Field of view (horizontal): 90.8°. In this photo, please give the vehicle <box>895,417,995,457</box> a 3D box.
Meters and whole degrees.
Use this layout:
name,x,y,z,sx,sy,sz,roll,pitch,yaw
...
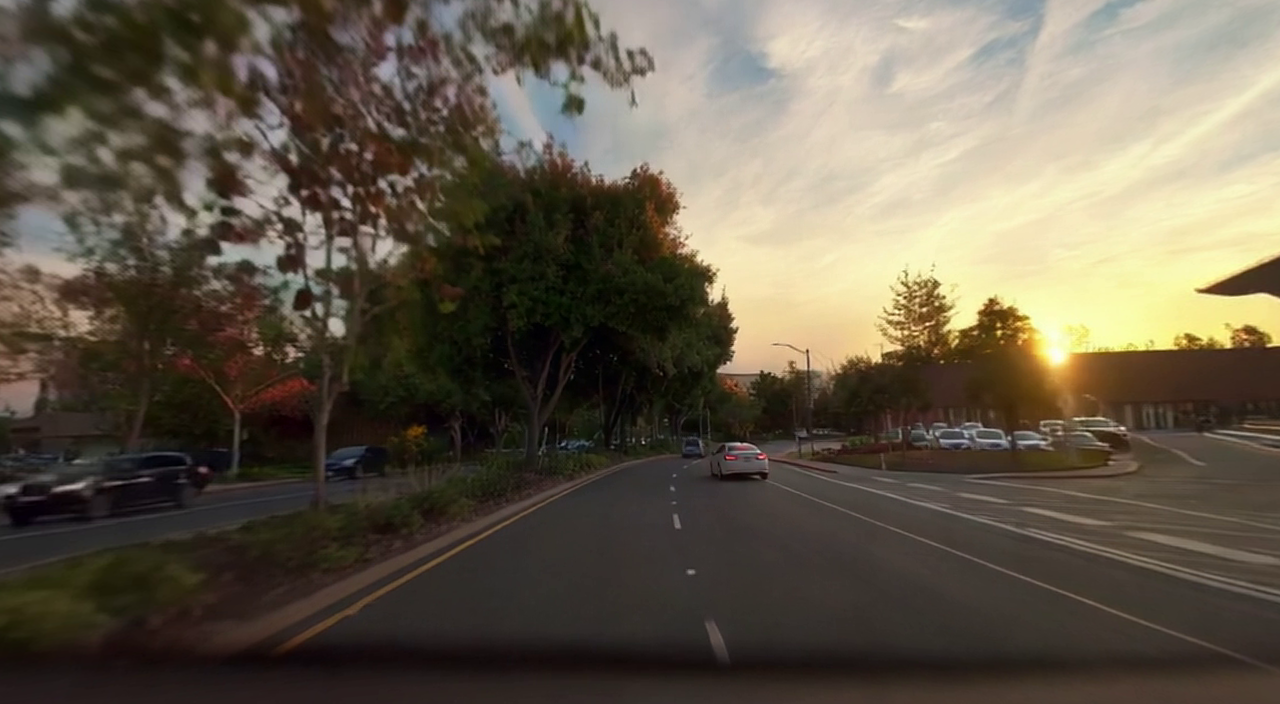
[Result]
name,x,y,z,sx,sy,sz,roll,pitch,yaw
vehicle,22.223,6.258,46.159,6.303,2.740,2.215,-5,-9,28

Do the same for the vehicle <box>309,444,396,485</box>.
name,x,y,z,sx,sy,sz,roll,pitch,yaw
vehicle,-13.220,5.175,29.301,1.778,1.647,4.072,-3,-8,6

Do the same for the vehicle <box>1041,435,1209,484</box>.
name,x,y,z,sx,sy,sz,roll,pitch,yaw
vehicle,17.556,3.962,23.190,4.512,1.561,1.846,-8,-11,28

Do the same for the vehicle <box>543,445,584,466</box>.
name,x,y,z,sx,sy,sz,roll,pitch,yaw
vehicle,-5.719,7.746,47.611,1.961,1.468,4.396,-2,-9,9

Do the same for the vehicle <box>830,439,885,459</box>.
name,x,y,z,sx,sy,sz,roll,pitch,yaw
vehicle,16.828,7.529,48.864,3.655,1.464,1.759,-5,-10,28

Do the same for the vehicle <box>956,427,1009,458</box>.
name,x,y,z,sx,sy,sz,roll,pitch,yaw
vehicle,21.936,5.836,40.662,2.406,1.847,5.320,-4,-9,23

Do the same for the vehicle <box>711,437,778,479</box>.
name,x,y,z,sx,sy,sz,roll,pitch,yaw
vehicle,4.060,4.205,25.280,2.132,1.497,4.827,-1,-9,4

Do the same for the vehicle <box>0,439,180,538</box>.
name,x,y,z,sx,sy,sz,roll,pitch,yaw
vehicle,-12.279,2.723,13.154,1.951,1.731,4.440,-1,-9,1
